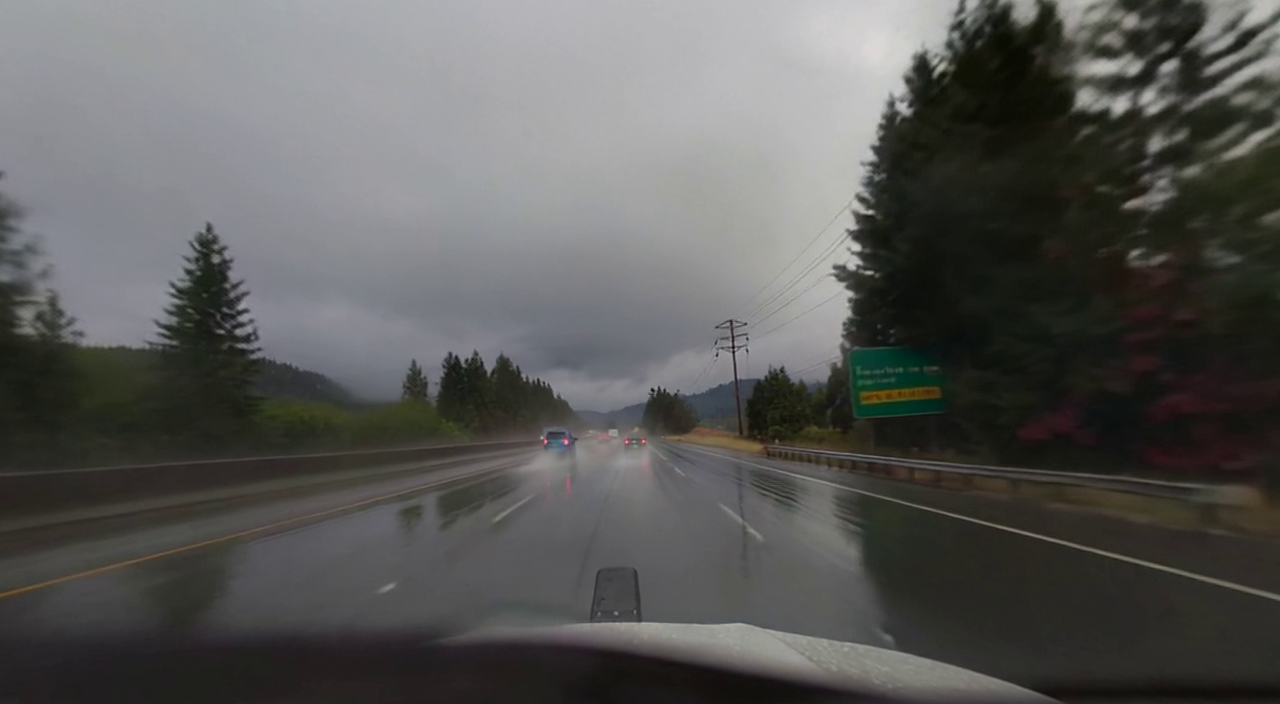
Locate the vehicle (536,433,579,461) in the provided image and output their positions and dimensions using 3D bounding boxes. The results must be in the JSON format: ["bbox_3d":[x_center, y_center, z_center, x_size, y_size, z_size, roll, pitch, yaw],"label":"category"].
[{"bbox_3d":[-4.683,5.441,36.365,1.911,1.477,3.807,0,-8,0],"label":"vehicle"}]

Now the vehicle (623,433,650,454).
[{"bbox_3d":[-0.272,6.730,46.375,1.890,1.472,3.716,0,-8,-1],"label":"vehicle"}]
